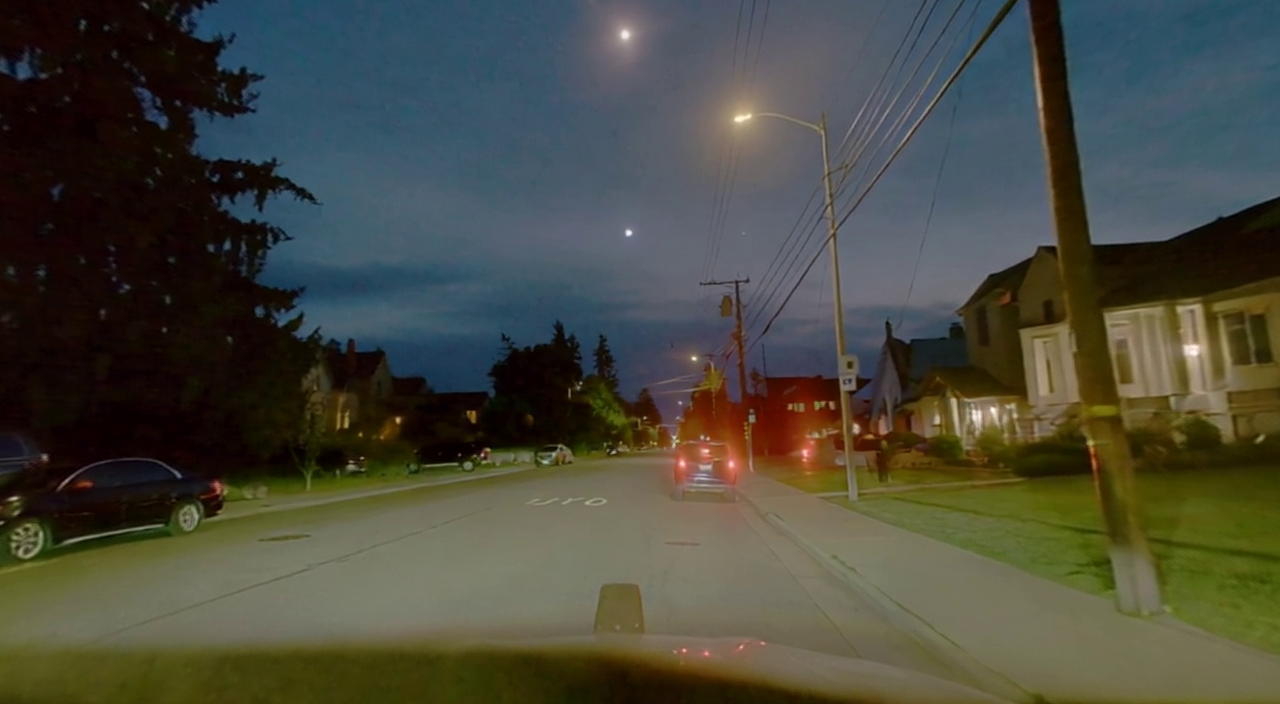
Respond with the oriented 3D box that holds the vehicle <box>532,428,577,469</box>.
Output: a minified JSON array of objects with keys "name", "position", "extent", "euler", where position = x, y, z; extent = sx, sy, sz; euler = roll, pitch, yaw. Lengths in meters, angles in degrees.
[{"name":"vehicle","position":[-6.354,7.290,47.760],"extent":[2.199,2.902,5.848],"euler":[-1,-9,4]}]

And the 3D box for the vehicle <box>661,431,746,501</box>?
[{"name":"vehicle","position":[1.593,2.837,16.031],"extent":[1.908,1.572,3.105],"euler":[-1,-9,6]}]

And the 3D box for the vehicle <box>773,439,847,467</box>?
[{"name":"vehicle","position":[10.407,6.192,38.869],"extent":[4.075,1.674,1.811],"euler":[-1,-9,5]}]

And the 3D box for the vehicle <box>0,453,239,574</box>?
[{"name":"vehicle","position":[-8.760,2.300,9.692],"extent":[1.968,1.449,4.502],"euler":[-1,-9,5]}]

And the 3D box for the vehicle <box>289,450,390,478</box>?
[{"name":"vehicle","position":[-15.981,5.980,33.726],"extent":[4.481,1.420,1.712],"euler":[0,-9,0]}]

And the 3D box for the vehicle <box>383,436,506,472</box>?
[{"name":"vehicle","position":[-11.536,6.058,37.577],"extent":[6.488,2.009,2.354],"euler":[-1,-9,4]}]
